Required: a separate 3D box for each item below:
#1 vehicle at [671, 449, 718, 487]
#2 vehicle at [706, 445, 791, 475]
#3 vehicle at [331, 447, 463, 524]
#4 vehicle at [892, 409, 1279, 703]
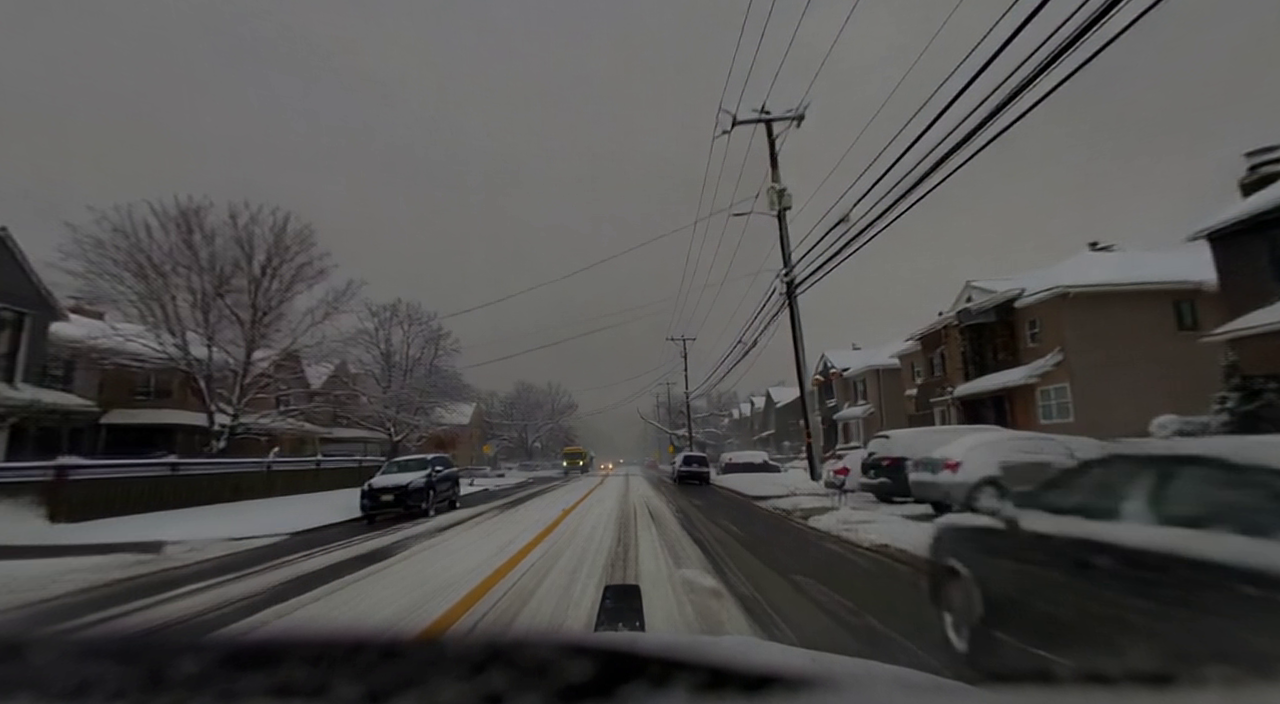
[{"bbox_3d":[2.711,5.823,32.025,1.945,1.792,3.903,0,-9,-1],"label":"vehicle"},{"bbox_3d":[7.185,7.208,42.337,5.288,1.871,2.148,0,-9,0],"label":"vehicle"},{"bbox_3d":[-6.574,3.653,17.750,2.056,1.741,4.532,-3,-10,-2],"label":"vehicle"},{"bbox_3d":[3.193,1.081,2.994,2.076,1.513,4.305,0,-9,-2],"label":"vehicle"}]
